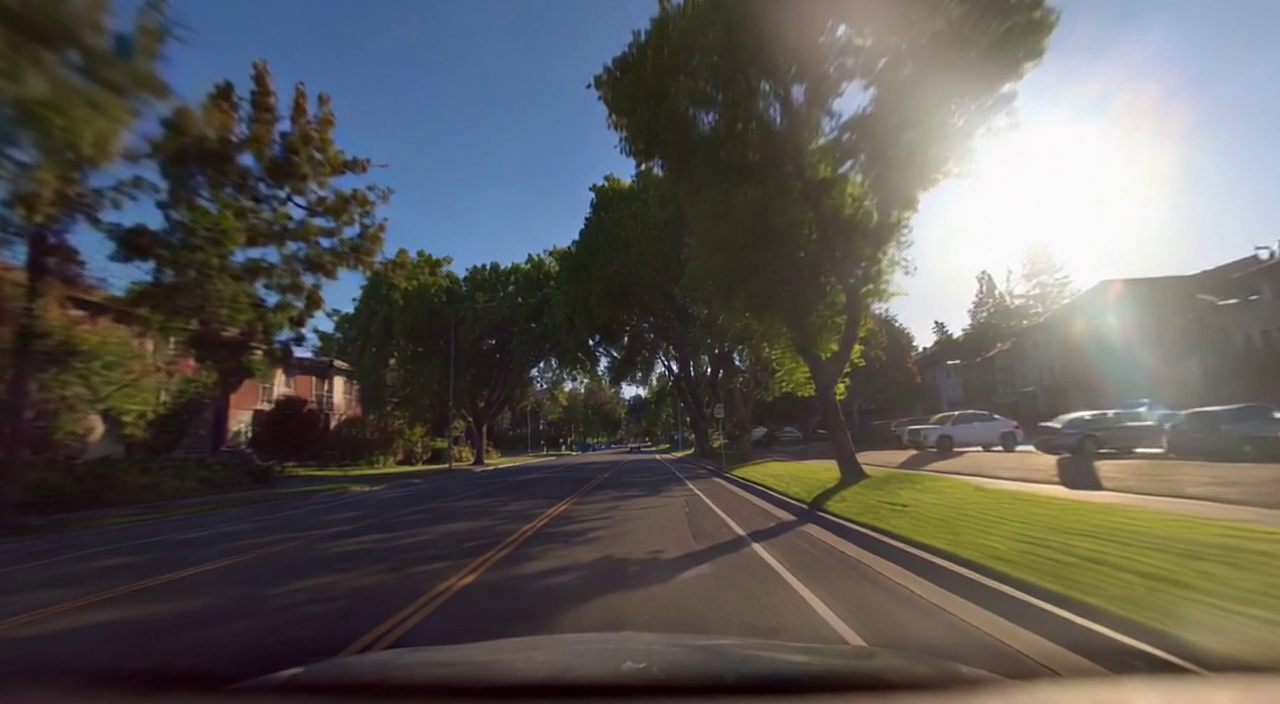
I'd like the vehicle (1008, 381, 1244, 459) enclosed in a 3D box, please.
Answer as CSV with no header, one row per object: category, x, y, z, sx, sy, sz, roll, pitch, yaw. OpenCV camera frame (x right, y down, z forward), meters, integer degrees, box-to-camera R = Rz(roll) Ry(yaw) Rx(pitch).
vehicle,12.298,1.789,16.156,4.540,1.824,1.965,1,-8,-6
